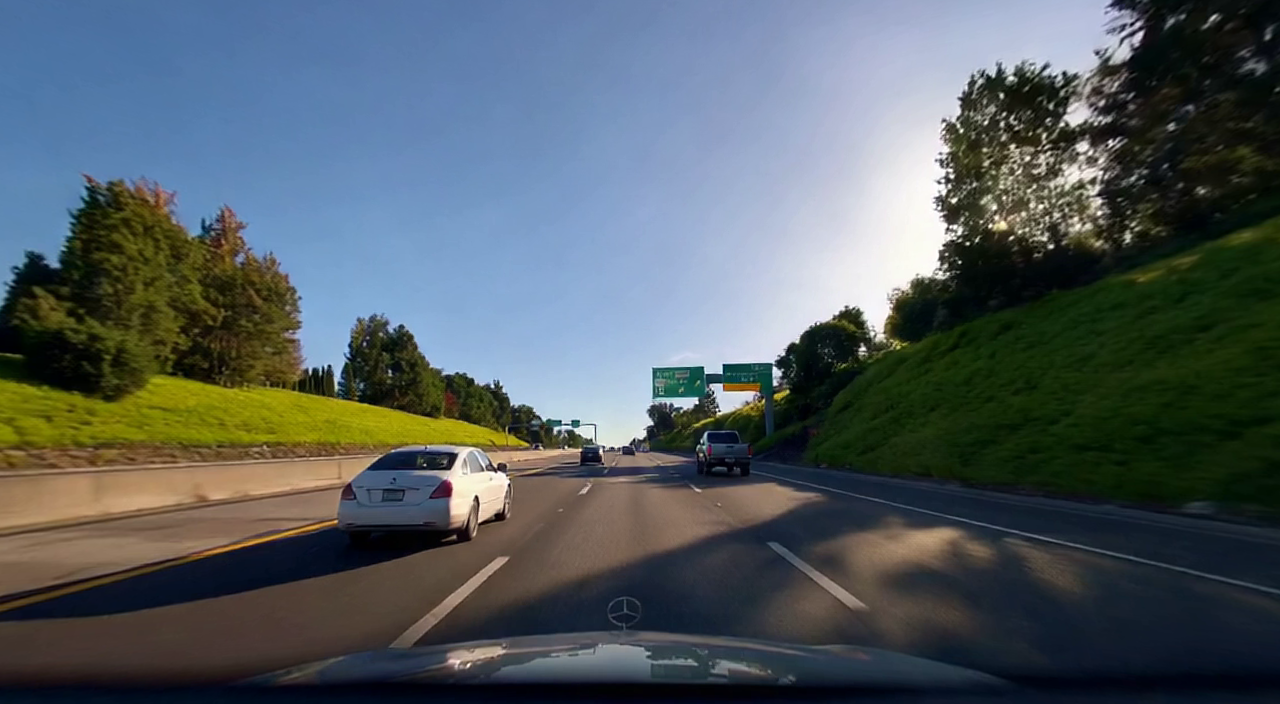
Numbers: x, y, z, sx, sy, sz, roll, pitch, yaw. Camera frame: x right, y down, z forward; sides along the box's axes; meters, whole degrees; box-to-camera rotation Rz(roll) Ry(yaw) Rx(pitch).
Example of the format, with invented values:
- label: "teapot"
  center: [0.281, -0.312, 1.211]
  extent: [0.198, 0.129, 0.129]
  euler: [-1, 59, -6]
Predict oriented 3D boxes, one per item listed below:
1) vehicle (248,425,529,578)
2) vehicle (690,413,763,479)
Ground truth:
- label: "vehicle"
  center: [-2.958, 1.888, 8.794]
  extent: [1.939, 1.513, 4.773]
  euler: [0, -9, 0]
- label: "vehicle"
  center: [3.701, 4.221, 28.292]
  extent: [2.361, 2.636, 5.684]
  euler: [0, -9, -1]
